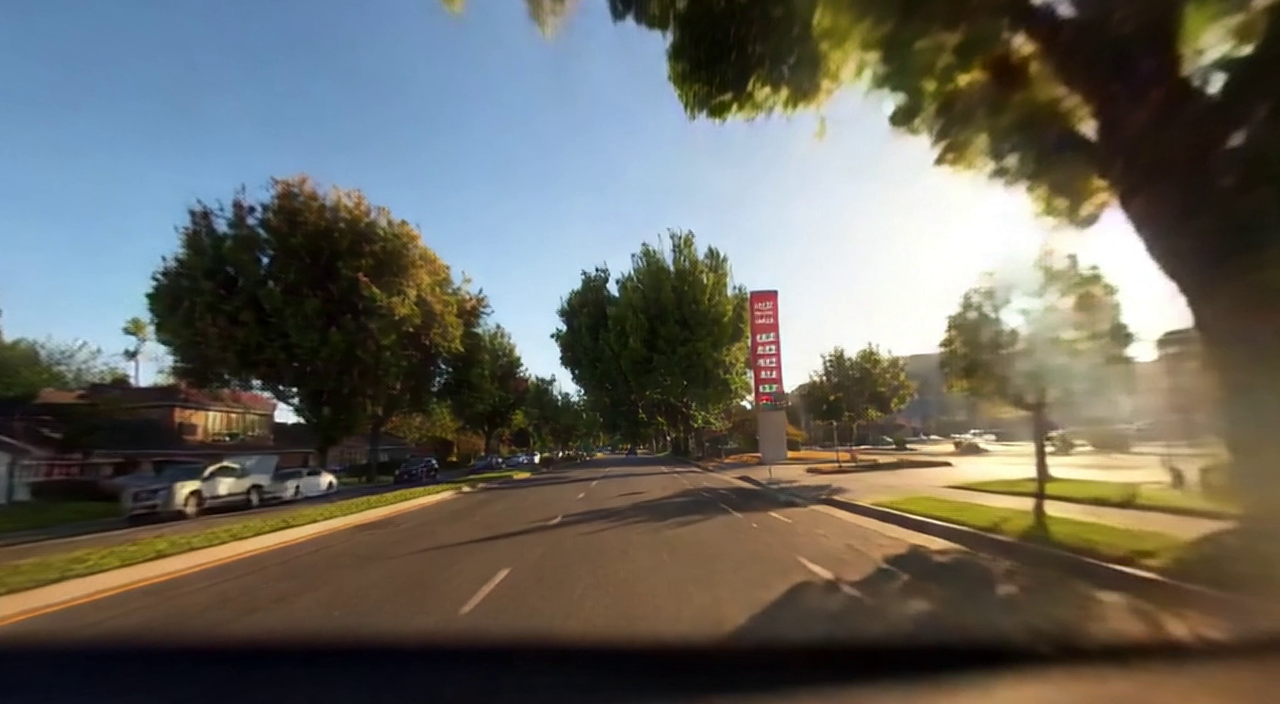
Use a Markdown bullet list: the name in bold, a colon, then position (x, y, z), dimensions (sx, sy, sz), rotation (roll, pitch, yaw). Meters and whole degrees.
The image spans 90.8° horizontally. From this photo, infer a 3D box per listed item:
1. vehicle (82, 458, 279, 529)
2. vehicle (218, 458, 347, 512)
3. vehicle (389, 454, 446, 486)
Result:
- **vehicle**: position (-12.444, 3.811, 17.643), dimensions (1.897, 1.564, 4.875), rotation (0, -9, -1)
- **vehicle**: position (-12.528, 4.656, 22.531), dimensions (2.040, 1.424, 4.594), rotation (-5, -8, -1)
- **vehicle**: position (-12.821, 6.799, 36.672), dimensions (1.953, 1.558, 3.839), rotation (-6, -8, -2)
